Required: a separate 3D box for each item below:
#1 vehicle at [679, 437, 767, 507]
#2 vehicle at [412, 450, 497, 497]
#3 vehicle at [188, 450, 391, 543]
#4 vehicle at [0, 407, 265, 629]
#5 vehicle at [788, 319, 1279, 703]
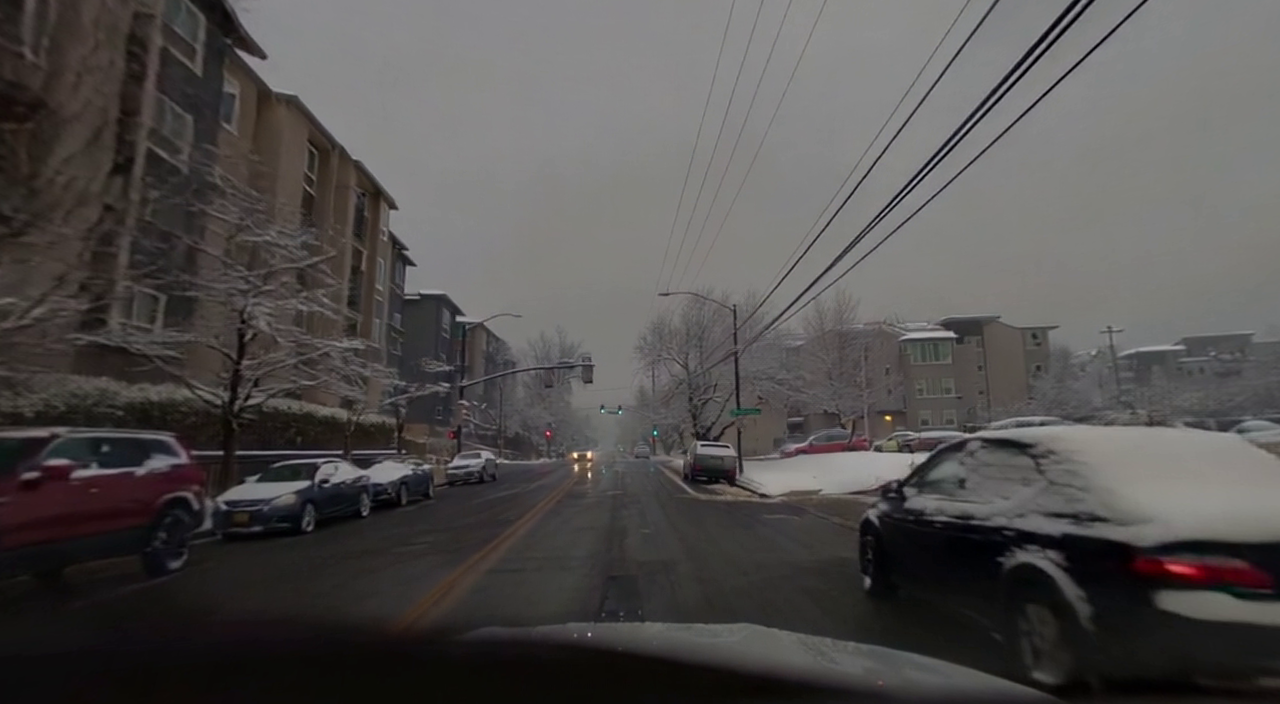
[{"bbox_3d":[2.496,3.723,20.320,2.034,1.689,4.978,0,-5,-2],"label":"vehicle"},{"bbox_3d":[-6.765,4.447,23.551,1.934,1.484,4.630,0,-8,-2],"label":"vehicle"},{"bbox_3d":[-6.667,2.728,12.673,1.789,1.462,4.313,0,-8,-3],"label":"vehicle"},{"bbox_3d":[-6.354,1.606,6.747,1.993,1.817,4.619,0,-8,-2],"label":"vehicle"},{"bbox_3d":[2.878,1.089,4.642,2.408,1.815,4.462,0,-8,-1],"label":"vehicle"}]
